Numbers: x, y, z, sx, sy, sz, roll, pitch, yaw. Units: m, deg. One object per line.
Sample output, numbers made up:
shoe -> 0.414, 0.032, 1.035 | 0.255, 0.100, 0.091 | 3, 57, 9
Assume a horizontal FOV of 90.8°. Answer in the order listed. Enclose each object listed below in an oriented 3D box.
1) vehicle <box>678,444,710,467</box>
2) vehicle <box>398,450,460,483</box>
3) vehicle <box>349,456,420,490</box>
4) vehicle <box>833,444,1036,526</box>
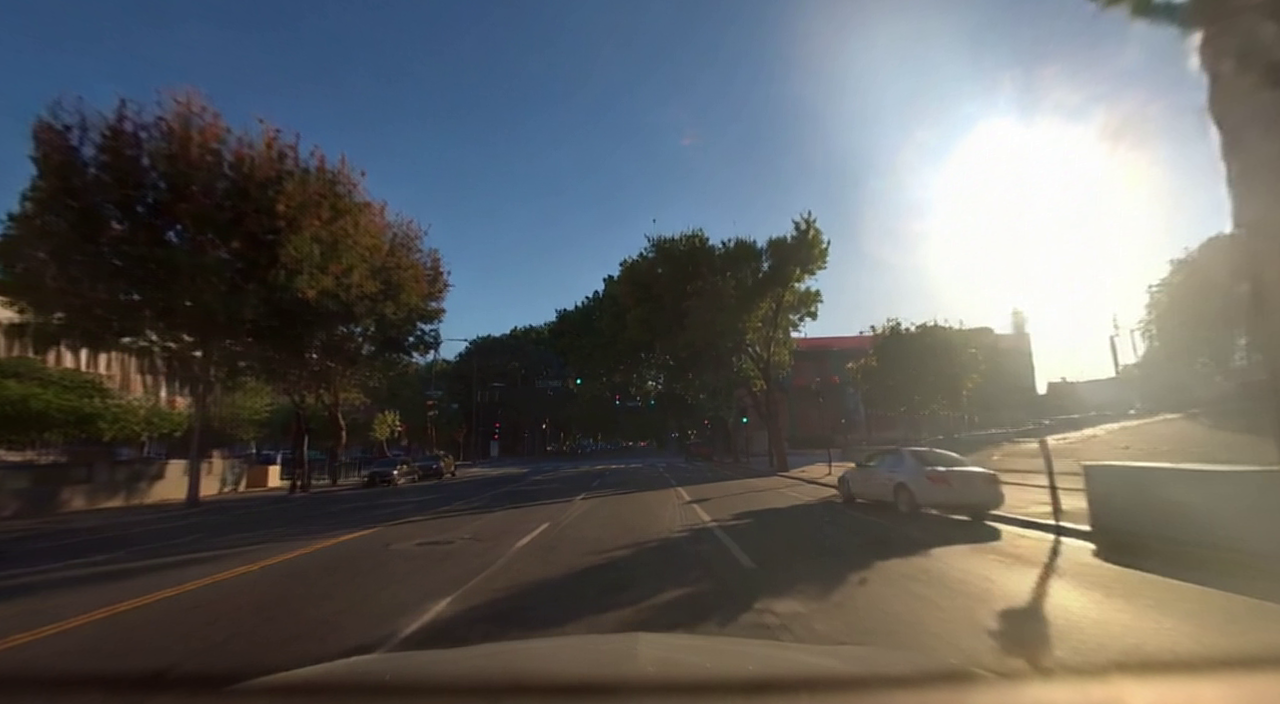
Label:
vehicle -> 3.913, 7.348, 44.995 | 2.085, 1.530, 4.125 | -1, -8, 7
vehicle -> -12.759, 6.909, 38.525 | 2.011, 1.668, 5.474 | -3, -8, -1
vehicle -> -12.569, 5.970, 31.389 | 1.767, 1.455, 4.389 | 0, -8, 0
vehicle -> 6.014, 2.729, 13.729 | 2.091, 1.445, 4.678 | 0, -8, -1
